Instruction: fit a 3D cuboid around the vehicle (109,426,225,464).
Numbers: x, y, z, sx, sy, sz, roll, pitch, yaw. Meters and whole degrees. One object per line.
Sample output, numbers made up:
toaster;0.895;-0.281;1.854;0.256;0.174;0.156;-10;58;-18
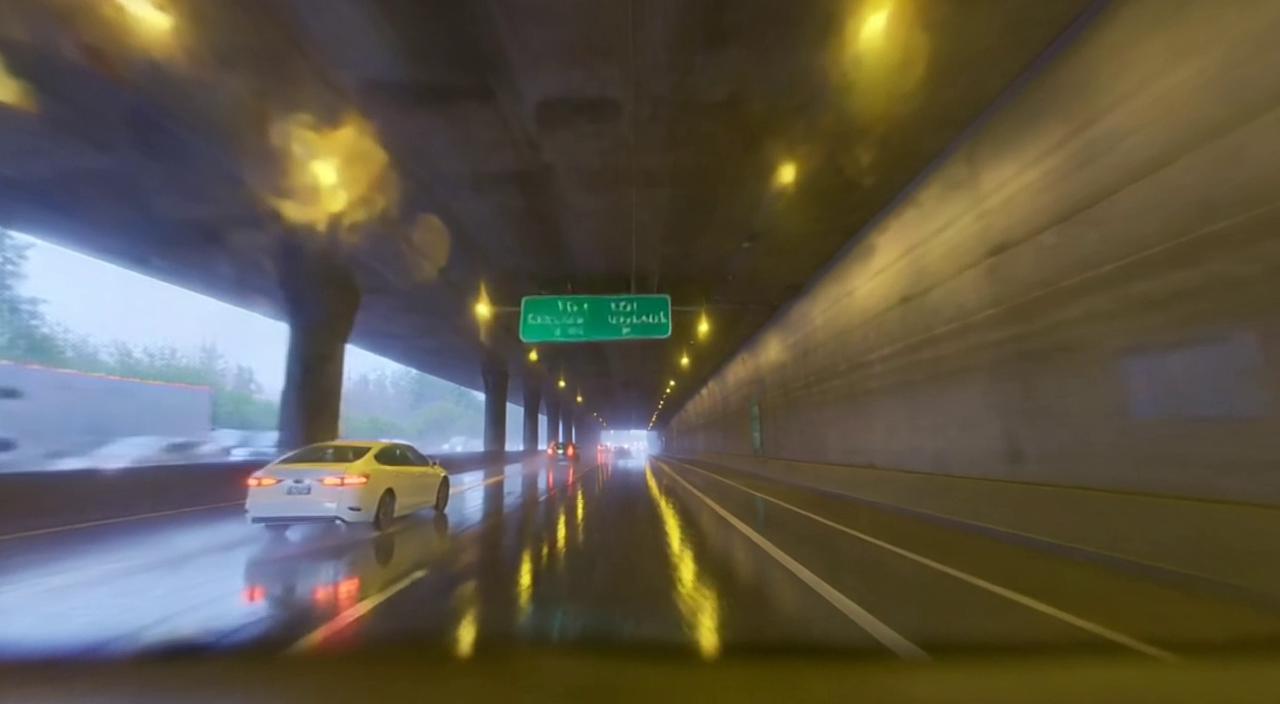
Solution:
vehicle;-20.048;3.969;26.925;1.879;1.499;4.014;0;-8;-2

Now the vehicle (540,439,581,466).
vehicle;-4.667;5.970;37.457;1.973;1.474;4.199;0;-8;-1

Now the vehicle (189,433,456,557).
vehicle;-4.351;1.981;9.553;1.885;1.424;4.230;0;-8;0

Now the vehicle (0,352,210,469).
vehicle;-23.944;2.595;25.749;2.981;4.065;13.881;0;-8;0
